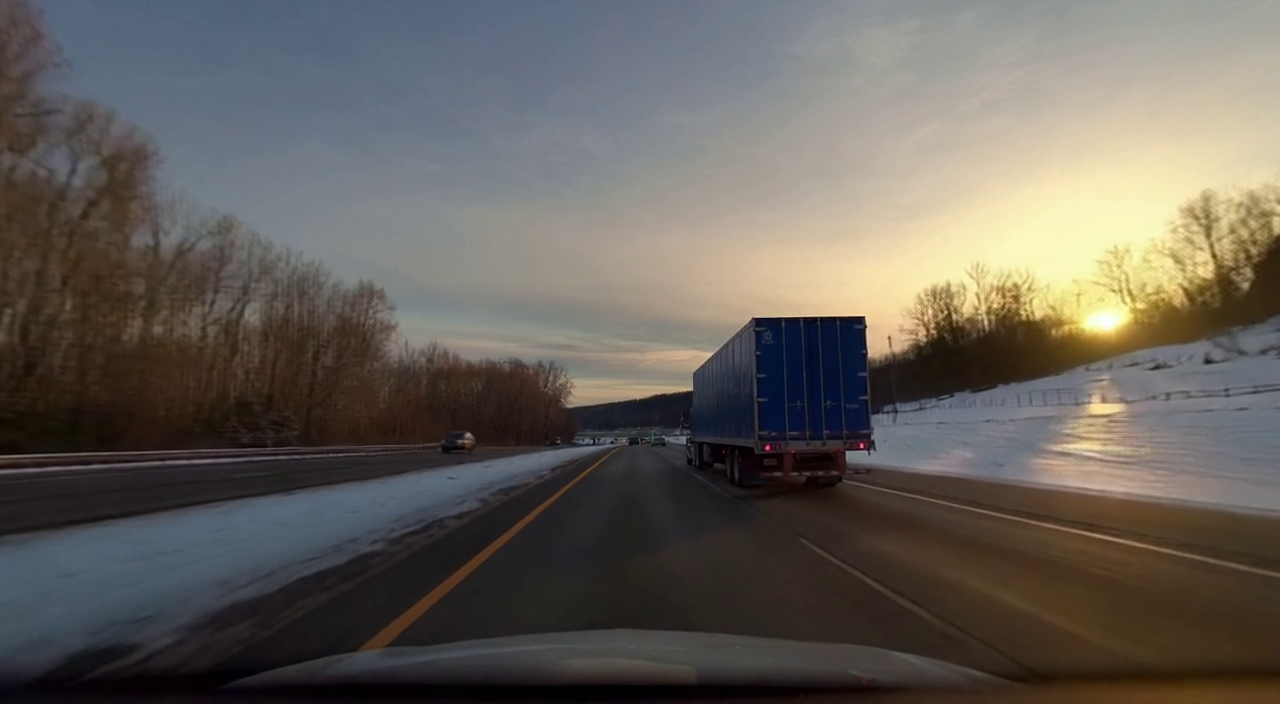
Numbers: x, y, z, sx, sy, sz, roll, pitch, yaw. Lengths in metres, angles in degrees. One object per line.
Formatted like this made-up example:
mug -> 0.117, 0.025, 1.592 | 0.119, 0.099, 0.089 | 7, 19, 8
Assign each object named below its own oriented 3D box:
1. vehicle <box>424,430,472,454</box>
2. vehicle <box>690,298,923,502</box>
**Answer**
vehicle -> -13.152, 6.171, 43.263 | 1.932, 1.537, 4.480 | 0, -8, -1
vehicle -> 4.116, 2.107, 21.683 | 3.203, 4.273, 17.131 | 0, -8, -1
